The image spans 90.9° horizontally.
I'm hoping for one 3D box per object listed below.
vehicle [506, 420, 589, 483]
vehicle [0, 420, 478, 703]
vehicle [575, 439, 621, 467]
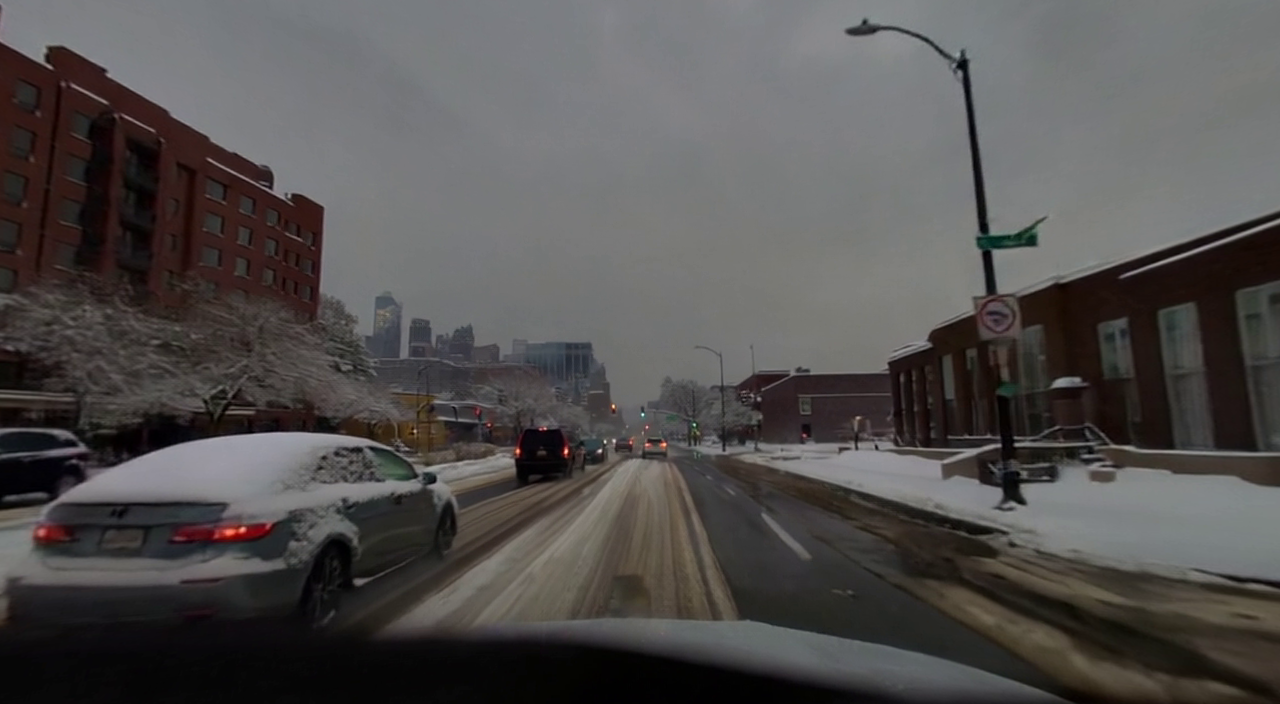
[{"bbox_3d":[-3.151,3.521,22.505,2.152,1.987,4.527,0,-8,2],"label":"vehicle"},{"bbox_3d":[-2.850,1.327,4.939,1.959,1.406,4.272,0,-8,1],"label":"vehicle"},{"bbox_3d":[-2.324,5.793,36.251,2.246,1.481,4.146,0,-8,1],"label":"vehicle"}]
